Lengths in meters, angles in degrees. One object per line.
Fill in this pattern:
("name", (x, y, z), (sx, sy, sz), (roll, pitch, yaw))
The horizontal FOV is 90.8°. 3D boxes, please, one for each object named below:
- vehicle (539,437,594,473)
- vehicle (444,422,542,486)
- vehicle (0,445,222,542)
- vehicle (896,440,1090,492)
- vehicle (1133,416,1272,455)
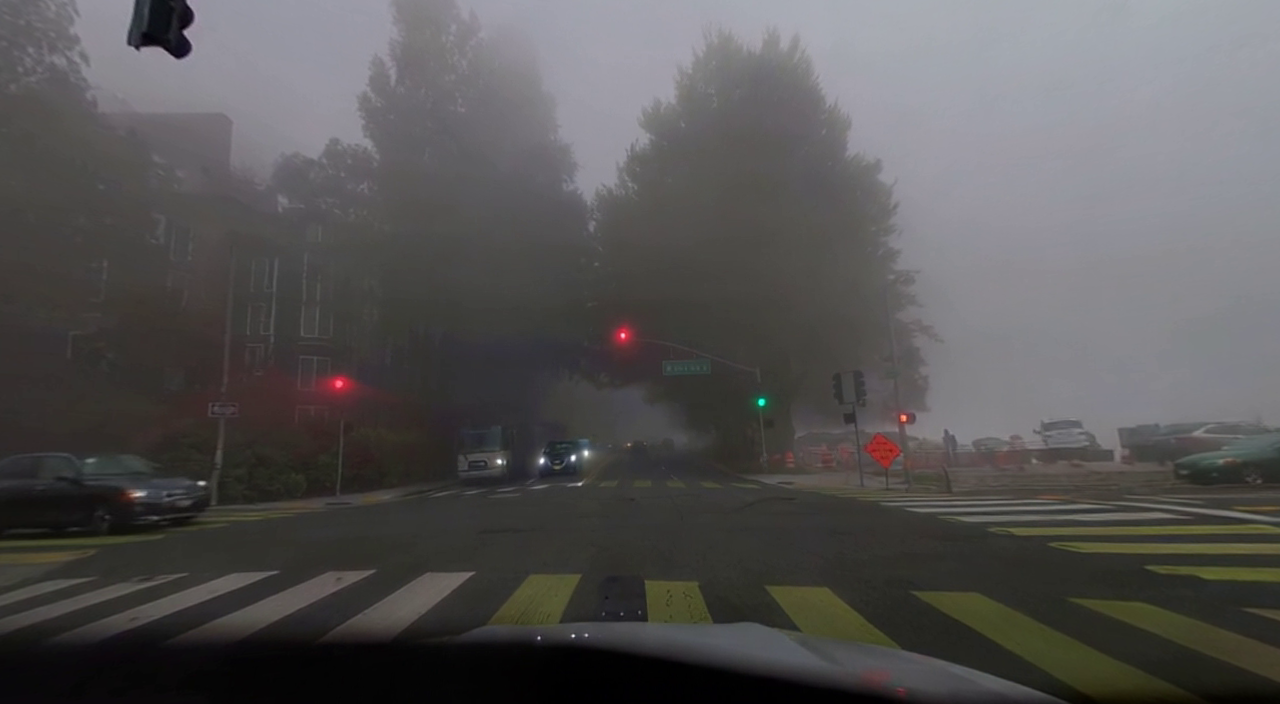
("vehicle", (-3.683, 5.278, 32.496), (2.302, 1.708, 4.764), (0, -9, 0))
("vehicle", (-6.490, 4.651, 29.197), (2.896, 2.560, 7.322), (0, -8, -1))
("vehicle", (-11.188, 2.708, 12.497), (4.390, 1.700, 2.048), (-1, -9, 4))
("vehicle", (11.191, 3.626, 20.432), (5.158, 1.470, 2.012), (-4, -10, 26))
("vehicle", (33.273, 4.953, 37.493), (5.969, 2.225, 2.458), (0, -9, -4))
